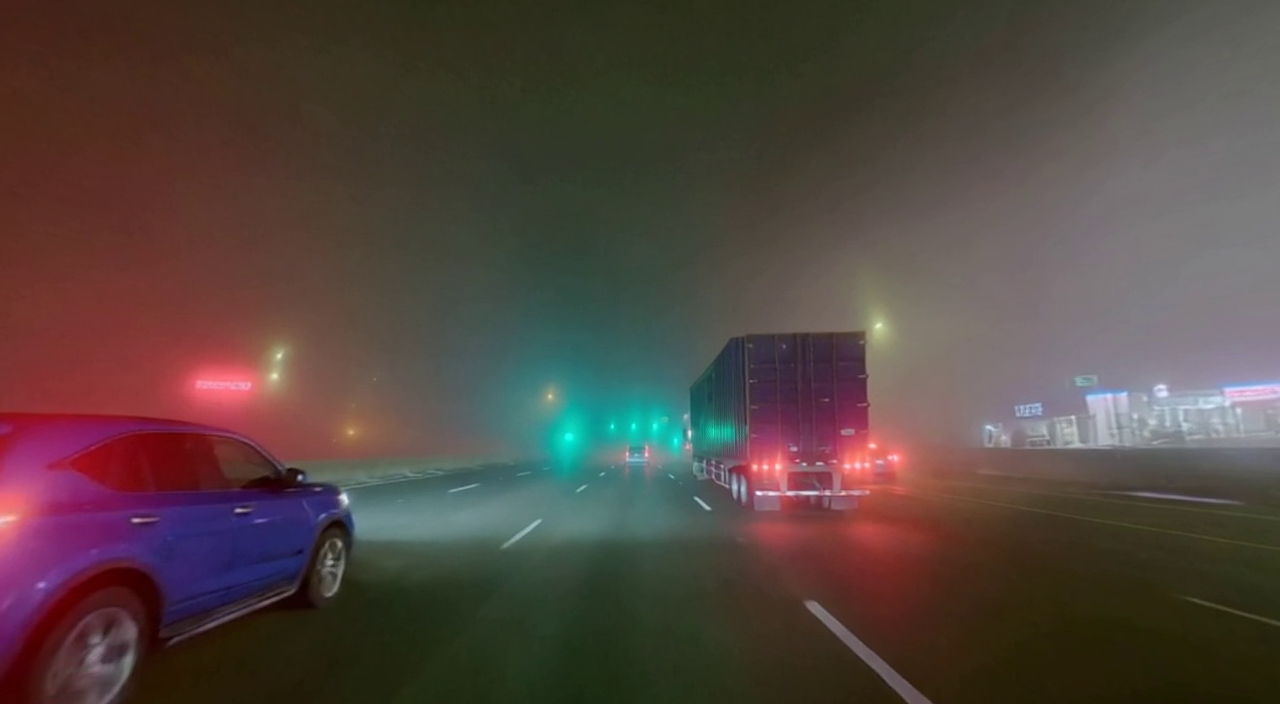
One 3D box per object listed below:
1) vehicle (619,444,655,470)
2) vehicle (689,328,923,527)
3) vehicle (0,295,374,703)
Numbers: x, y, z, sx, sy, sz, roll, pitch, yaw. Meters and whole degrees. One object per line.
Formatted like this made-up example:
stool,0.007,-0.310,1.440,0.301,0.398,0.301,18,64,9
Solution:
vehicle,-0.163,5.951,36.022,1.929,1.395,3.999,0,-8,0
vehicle,3.177,2.046,16.099,2.934,3.325,10.986,0,-8,0
vehicle,-3.388,0.820,2.948,2.229,1.806,4.698,0,-8,0
